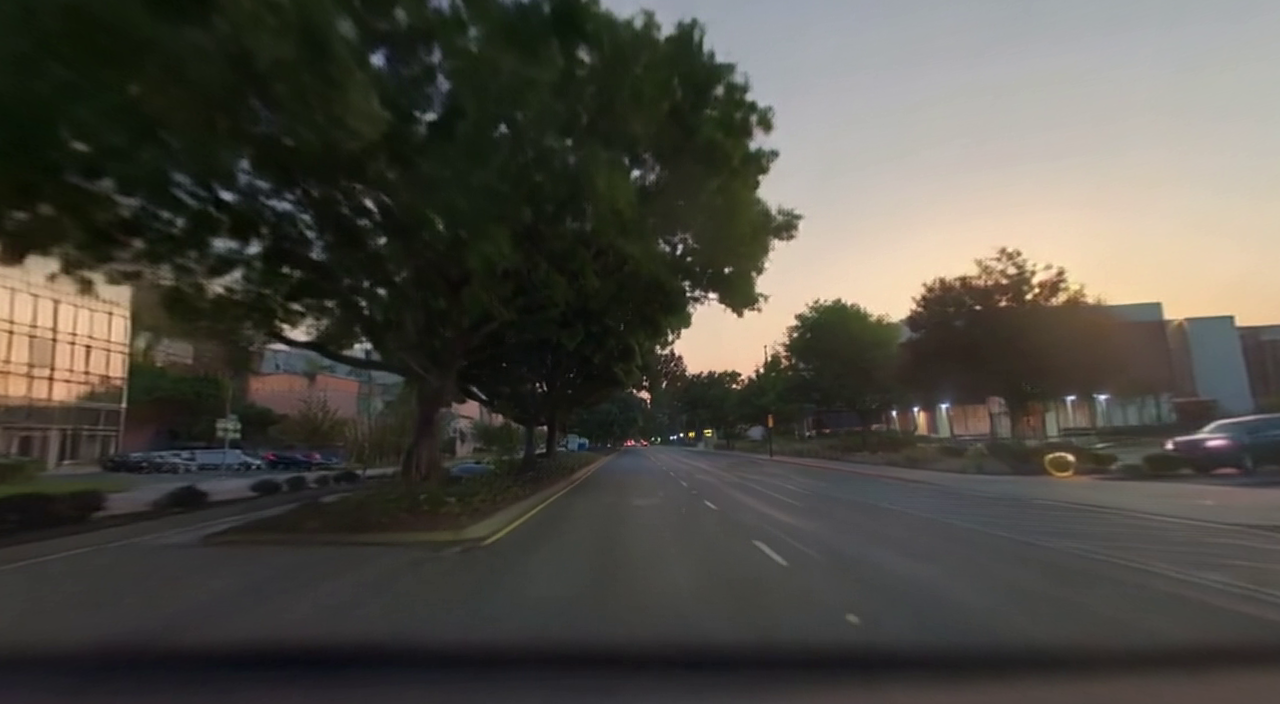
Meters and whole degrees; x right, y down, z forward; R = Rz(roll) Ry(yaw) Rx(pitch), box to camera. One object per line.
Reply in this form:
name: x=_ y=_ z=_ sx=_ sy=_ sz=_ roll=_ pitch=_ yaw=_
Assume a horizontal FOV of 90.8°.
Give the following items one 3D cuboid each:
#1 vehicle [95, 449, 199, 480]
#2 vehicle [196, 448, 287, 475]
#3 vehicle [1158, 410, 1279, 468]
vehicle: x=-32.319 y=7.316 z=41.502 sx=2.122 sy=1.886 sz=4.993 roll=-10 pitch=-13 yaw=44
vehicle: x=-26.615 y=7.330 z=42.318 sx=4.673 sy=1.717 sz=2.044 roll=0 pitch=-9 yaw=1
vehicle: x=20.025 y=2.823 z=20.383 sx=4.656 sy=1.752 sz=2.309 roll=1 pitch=-9 yaw=-4
